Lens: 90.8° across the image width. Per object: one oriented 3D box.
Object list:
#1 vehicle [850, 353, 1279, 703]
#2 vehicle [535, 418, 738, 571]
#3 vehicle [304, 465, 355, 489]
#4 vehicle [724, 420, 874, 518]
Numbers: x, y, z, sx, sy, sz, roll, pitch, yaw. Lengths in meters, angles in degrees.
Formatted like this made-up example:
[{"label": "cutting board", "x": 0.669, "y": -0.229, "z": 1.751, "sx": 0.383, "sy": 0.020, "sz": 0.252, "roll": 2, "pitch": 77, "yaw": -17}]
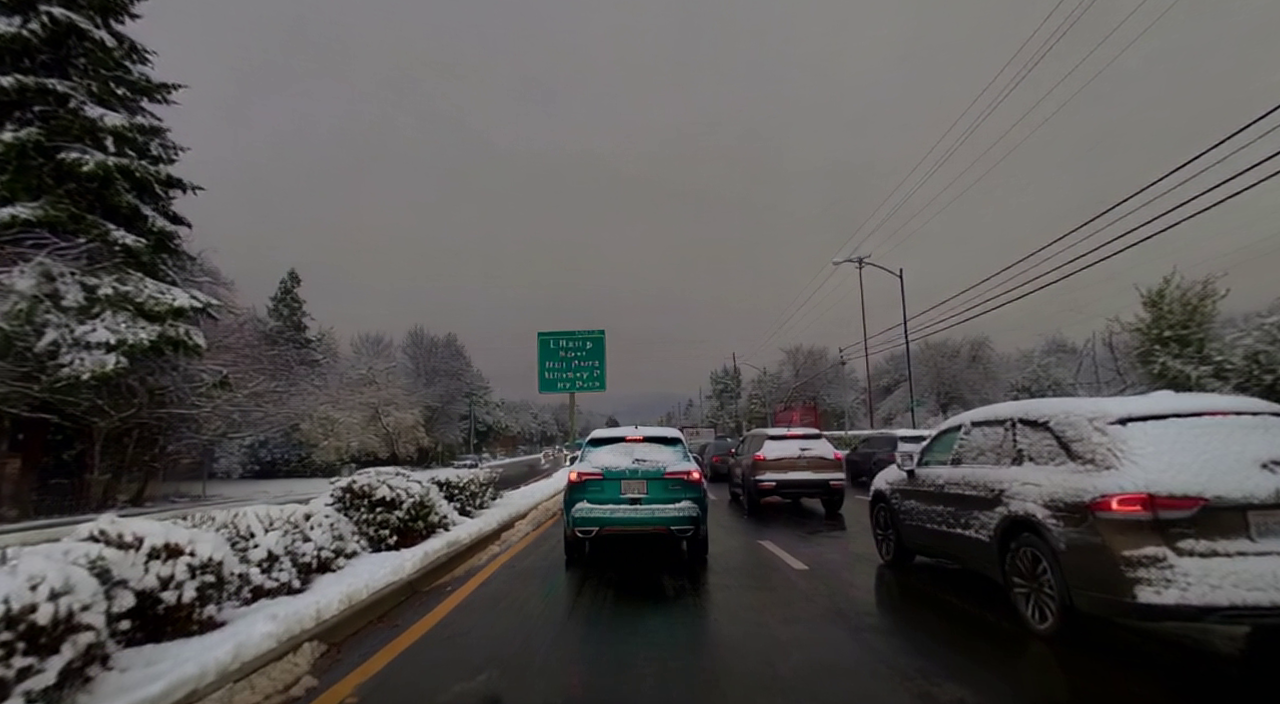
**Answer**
[{"label": "vehicle", "x": 3.507, "y": 1.162, "z": 5.285, "sx": 2.001, "sy": 1.707, "sz": 4.250, "roll": 0, "pitch": -8, "yaw": 0}, {"label": "vehicle", "x": -0.073, "y": 1.865, "z": 9.065, "sx": 2.199, "sy": 1.641, "sz": 4.232, "roll": 0, "pitch": -8, "yaw": -1}, {"label": "vehicle", "x": -22.878, "y": 9.198, "z": 46.691, "sx": 1.847, "sy": 1.554, "sz": 3.926, "roll": 0, "pitch": -8, "yaw": -1}, {"label": "vehicle", "x": 3.297, "y": 2.548, "z": 14.227, "sx": 2.097, "sy": 1.818, "sz": 4.625, "roll": 0, "pitch": -8, "yaw": -1}]
